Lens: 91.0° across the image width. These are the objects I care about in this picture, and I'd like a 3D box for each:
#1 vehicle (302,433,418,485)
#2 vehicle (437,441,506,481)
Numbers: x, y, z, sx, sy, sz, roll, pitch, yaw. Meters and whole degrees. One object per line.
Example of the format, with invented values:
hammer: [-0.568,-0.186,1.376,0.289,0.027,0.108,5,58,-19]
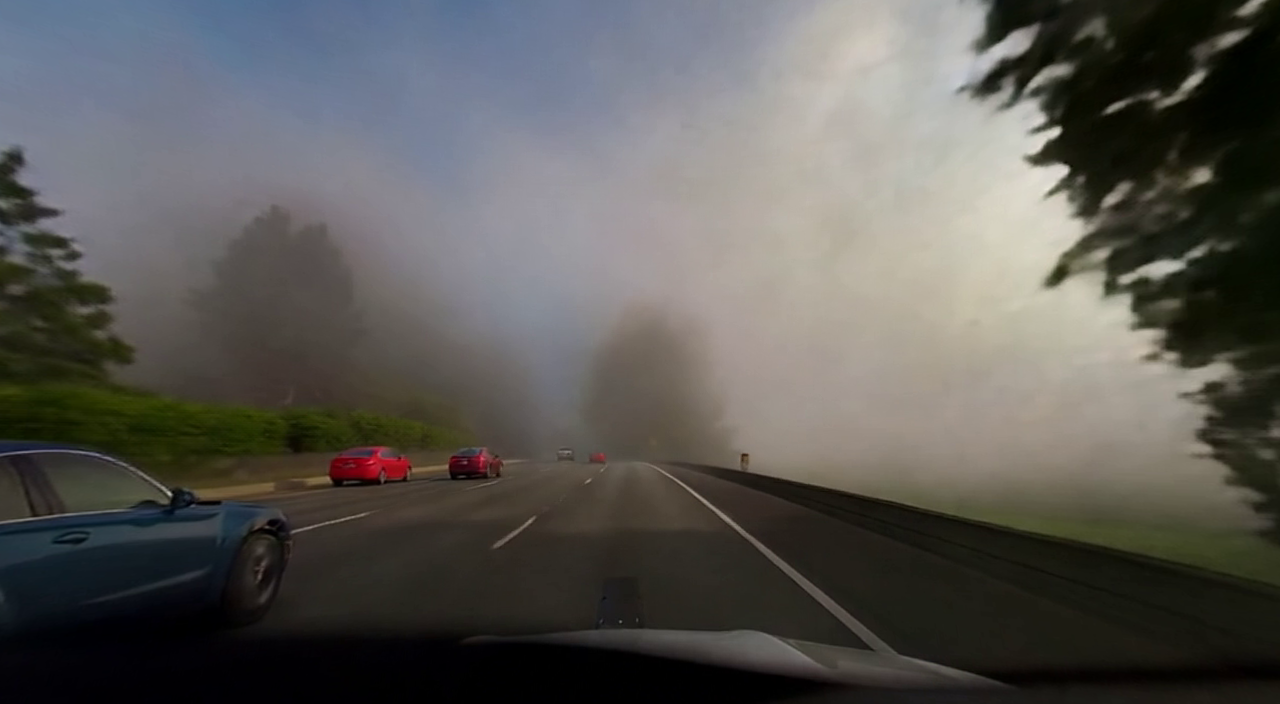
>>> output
vehicle: [-11.716,4.520,26.936,2.425,1.926,5.584,0,-9,0]
vehicle: [-7.702,5.000,29.198,2.060,1.680,4.255,0,-9,-1]
